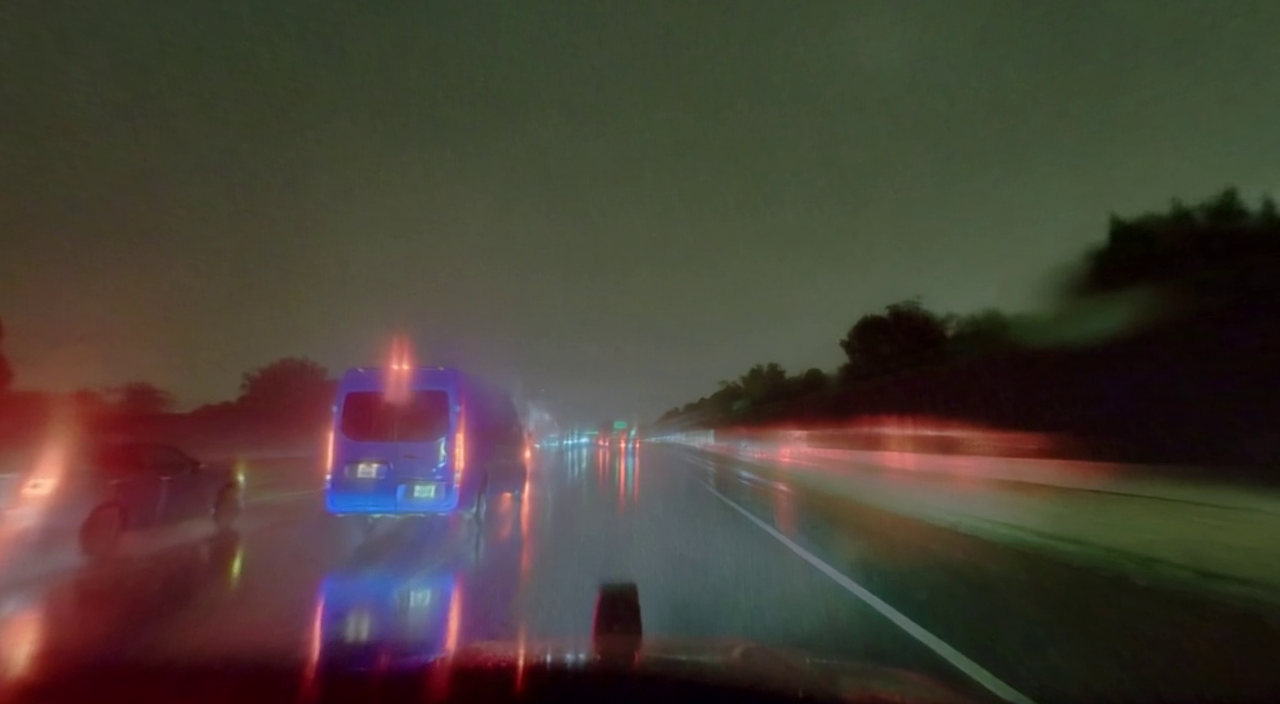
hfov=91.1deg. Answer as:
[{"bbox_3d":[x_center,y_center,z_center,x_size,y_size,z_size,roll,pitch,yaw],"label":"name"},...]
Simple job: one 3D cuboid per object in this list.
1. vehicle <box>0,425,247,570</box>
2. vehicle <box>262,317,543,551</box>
[{"bbox_3d":[-7.508,1.691,7.969,1.994,1.466,4.837,0,-8,-1],"label":"vehicle"},{"bbox_3d":[-3.363,1.443,11.194,2.428,2.782,7.330,0,-8,-3],"label":"vehicle"}]
